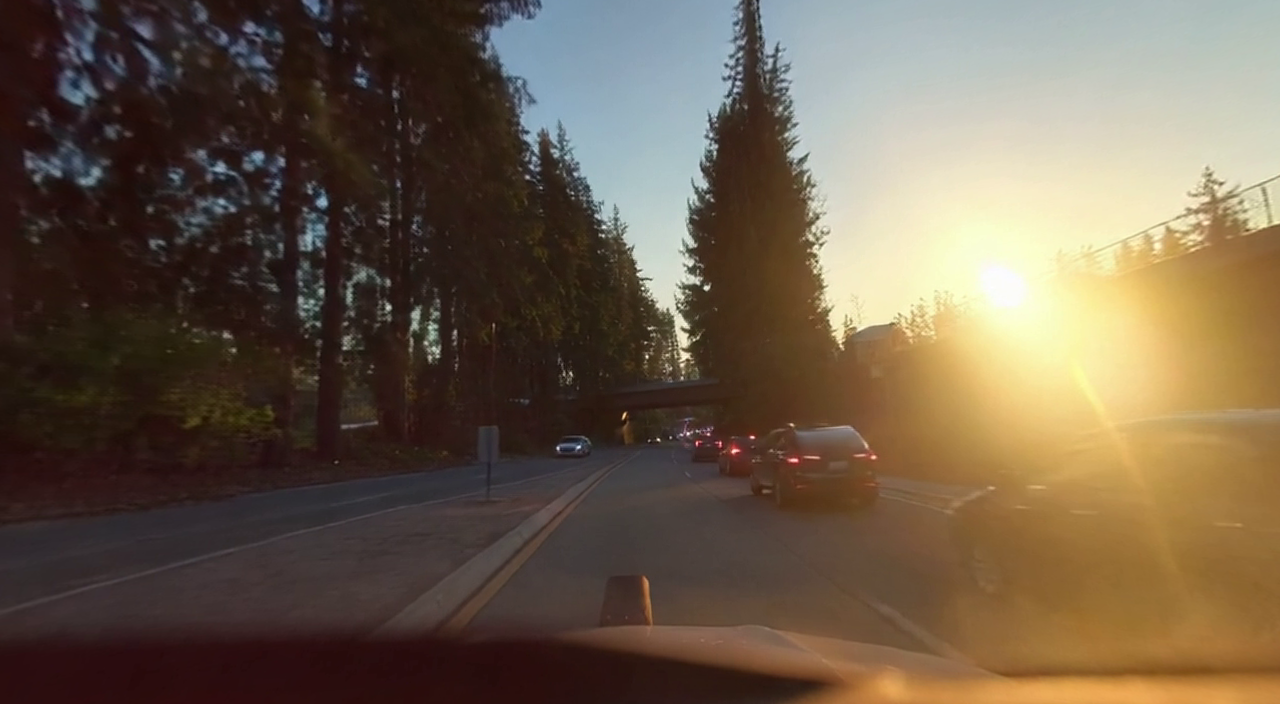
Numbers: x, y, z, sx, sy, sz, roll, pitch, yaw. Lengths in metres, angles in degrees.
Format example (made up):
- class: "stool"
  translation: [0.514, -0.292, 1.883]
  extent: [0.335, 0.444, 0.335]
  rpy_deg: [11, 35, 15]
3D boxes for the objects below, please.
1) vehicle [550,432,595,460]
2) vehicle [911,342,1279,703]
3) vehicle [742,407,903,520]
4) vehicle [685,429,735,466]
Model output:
- class: "vehicle"
  translation: [-4.769, 6.730, 45.273]
  extent: [2.089, 1.860, 4.704]
  rpy_deg: [-2, -8, 8]
- class: "vehicle"
  translation: [3.535, 0.962, 3.614]
  extent: [1.972, 1.682, 4.397]
  rpy_deg: [-1, -8, 0]
- class: "vehicle"
  translation: [3.476, 2.220, 13.032]
  extent: [1.985, 1.895, 4.496]
  rpy_deg: [-1, -8, 0]
- class: "vehicle"
  translation: [3.900, 5.424, 36.008]
  extent: [2.273, 1.944, 4.866]
  rpy_deg: [-1, -8, 0]
